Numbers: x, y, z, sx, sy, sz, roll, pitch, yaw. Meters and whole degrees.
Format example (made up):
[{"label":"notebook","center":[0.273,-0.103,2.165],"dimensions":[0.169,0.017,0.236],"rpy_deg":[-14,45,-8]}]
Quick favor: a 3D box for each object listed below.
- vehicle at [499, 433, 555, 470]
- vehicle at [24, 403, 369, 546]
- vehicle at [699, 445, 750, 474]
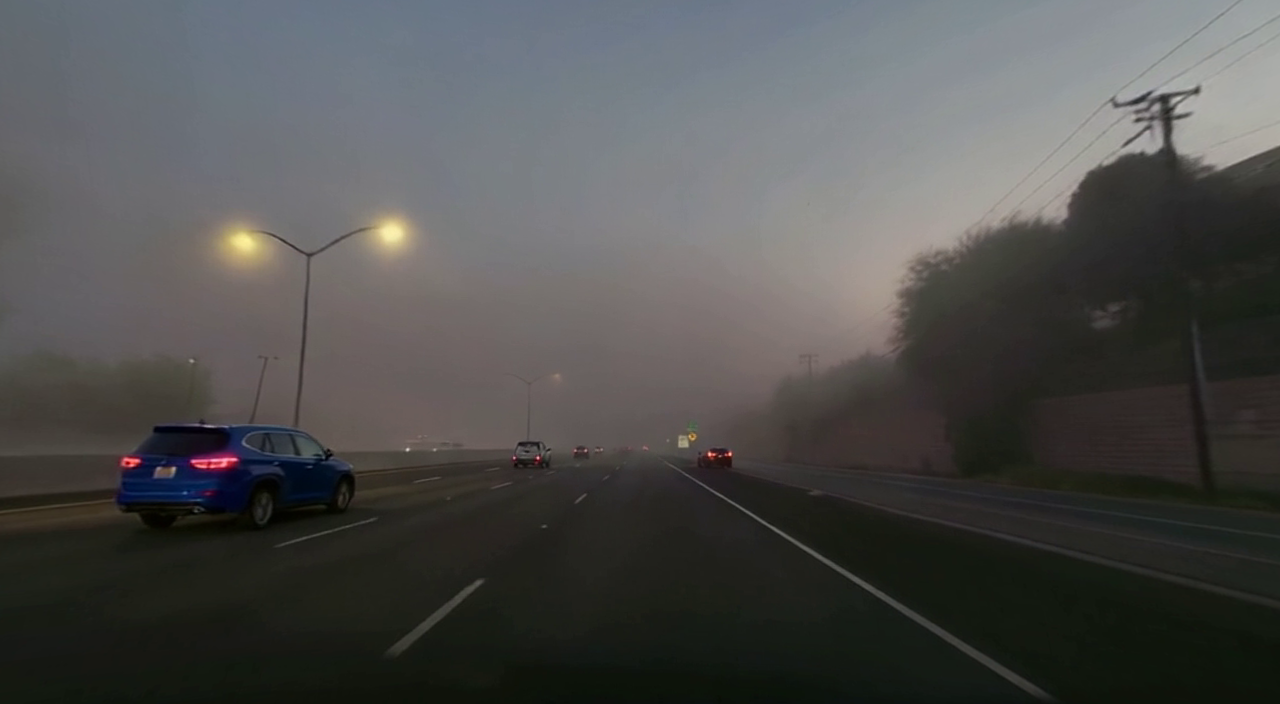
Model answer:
[{"label":"vehicle","center":[-6.359,5.690,36.042],"dimensions":[2.255,1.934,4.868],"rpy_deg":[1,-9,0]},{"label":"vehicle","center":[-6.384,1.836,9.991],"dimensions":[2.058,1.698,4.567],"rpy_deg":[1,-9,1]},{"label":"vehicle","center":[4.805,6.176,36.442],"dimensions":[2.251,1.520,4.550],"rpy_deg":[1,-9,-1]}]
